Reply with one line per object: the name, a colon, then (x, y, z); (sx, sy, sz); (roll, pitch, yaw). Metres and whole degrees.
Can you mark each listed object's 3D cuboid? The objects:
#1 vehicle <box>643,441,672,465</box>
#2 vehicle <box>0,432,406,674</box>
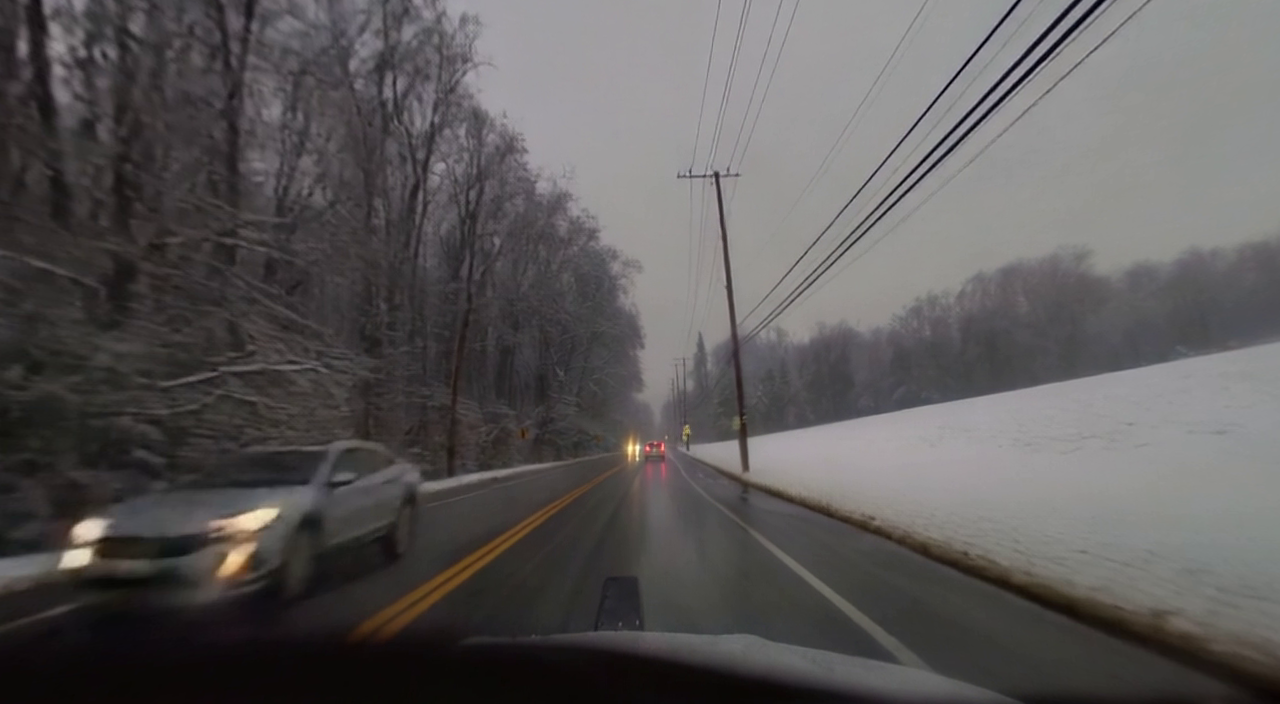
vehicle: (1.348, 7.642, 47.934); (2.083, 1.767, 4.448); (-1, -9, 1)
vehicle: (-3.868, 1.584, 5.990); (1.894, 1.537, 3.642); (0, -9, 0)
